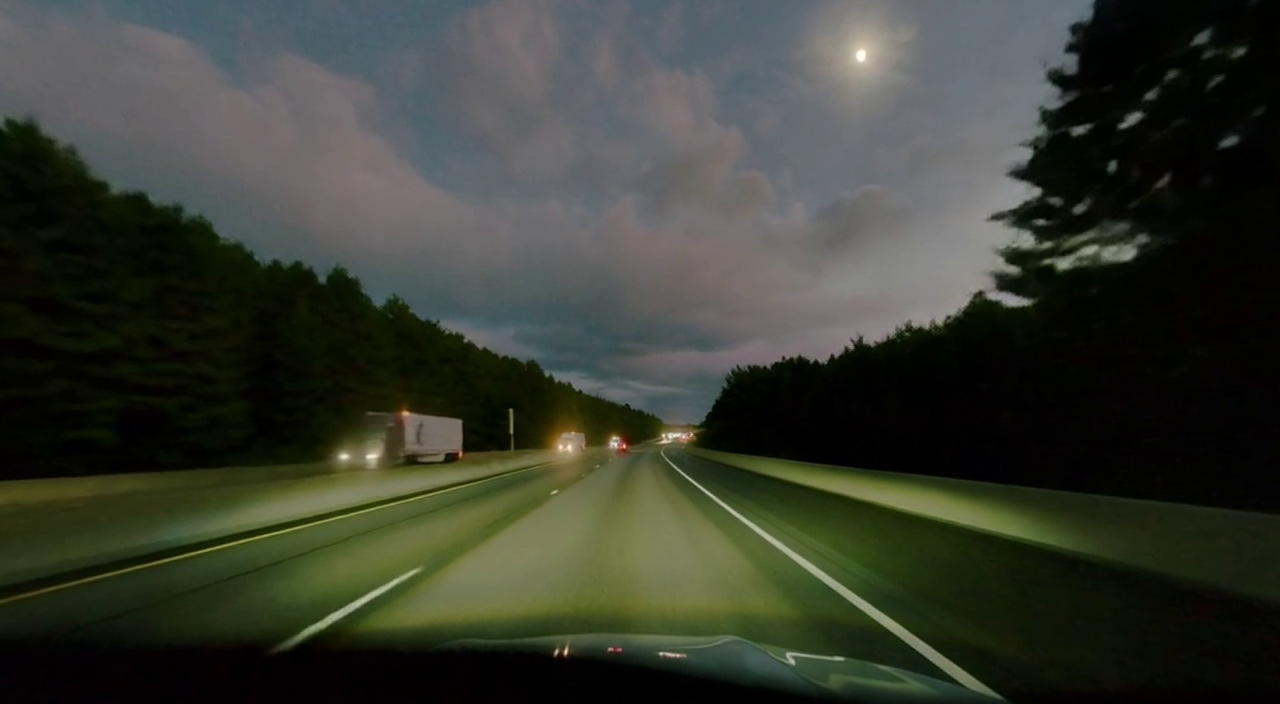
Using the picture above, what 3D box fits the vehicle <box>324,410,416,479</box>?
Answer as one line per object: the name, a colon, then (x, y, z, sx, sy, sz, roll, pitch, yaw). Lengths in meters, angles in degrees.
vehicle: (-16.629, 5.737, 39.239, 3.011, 3.942, 5.865, 0, -8, 0)
